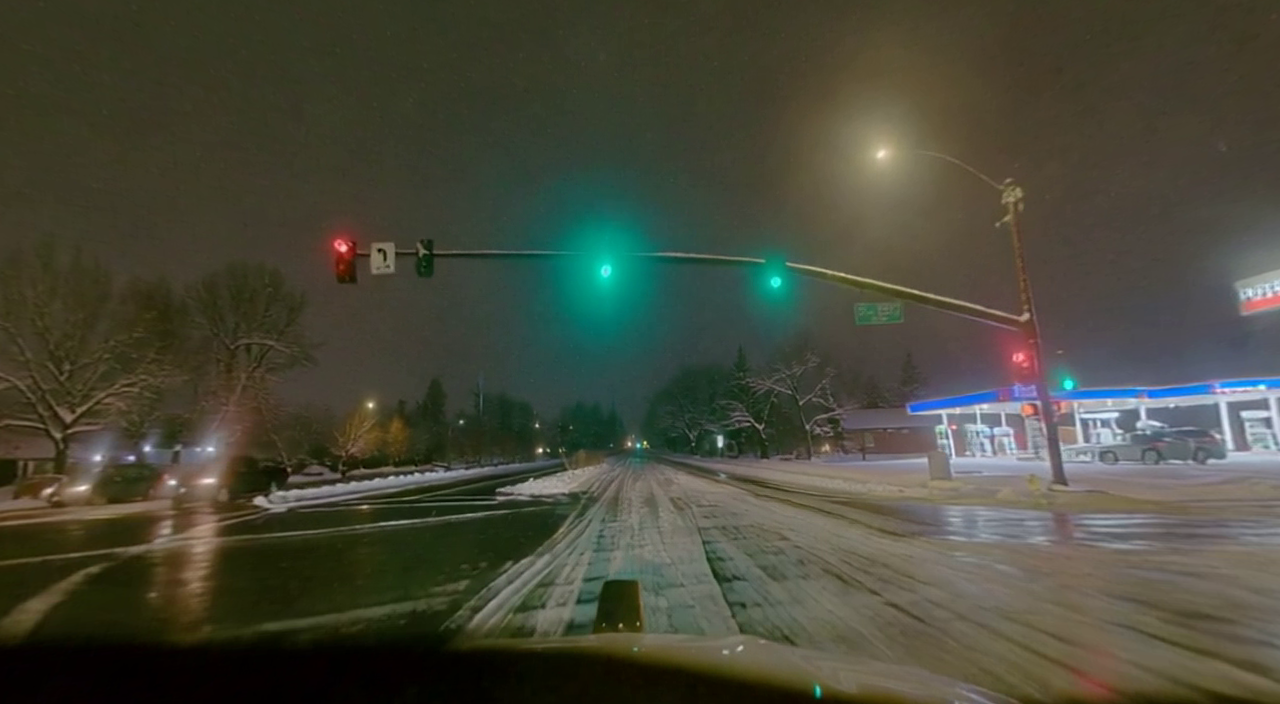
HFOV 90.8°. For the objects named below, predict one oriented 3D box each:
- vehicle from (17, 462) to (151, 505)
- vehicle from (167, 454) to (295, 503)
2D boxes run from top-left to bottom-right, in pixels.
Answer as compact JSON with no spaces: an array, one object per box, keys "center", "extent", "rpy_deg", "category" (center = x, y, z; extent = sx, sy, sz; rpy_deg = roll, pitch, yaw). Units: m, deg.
[{"center":[-24.906,5.861,28.567],"extent":[2.098,1.684,4.388],"rpy_deg":[0,-9,-2],"category":"vehicle"},{"center":[-15.326,4.727,24.026],"extent":[2.053,1.598,4.336],"rpy_deg":[0,-9,-2],"category":"vehicle"}]
